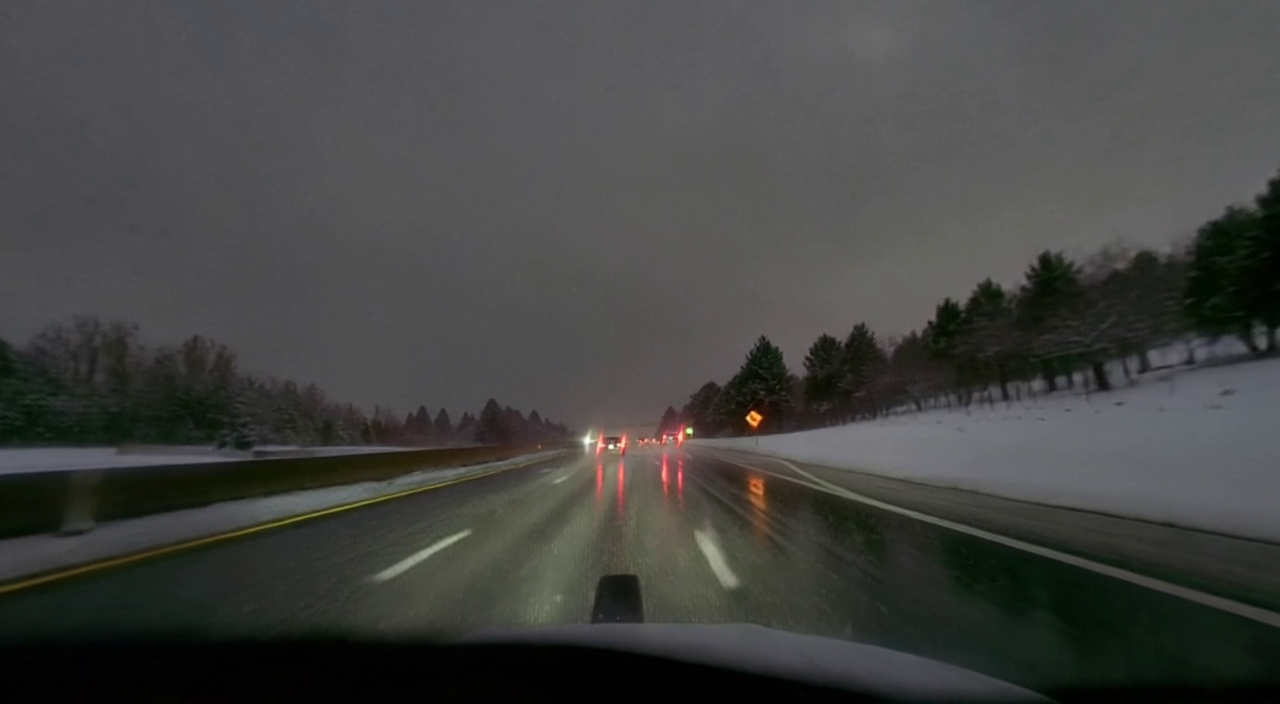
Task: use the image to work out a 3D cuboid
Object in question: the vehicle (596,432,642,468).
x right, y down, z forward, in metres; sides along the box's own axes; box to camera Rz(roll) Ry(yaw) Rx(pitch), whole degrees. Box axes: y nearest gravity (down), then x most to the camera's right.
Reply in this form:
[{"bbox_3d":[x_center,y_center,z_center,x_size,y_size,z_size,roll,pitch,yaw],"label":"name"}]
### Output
[{"bbox_3d":[-0.938,4.663,30.129,2.039,1.589,4.324,0,-8,0],"label":"vehicle"}]
